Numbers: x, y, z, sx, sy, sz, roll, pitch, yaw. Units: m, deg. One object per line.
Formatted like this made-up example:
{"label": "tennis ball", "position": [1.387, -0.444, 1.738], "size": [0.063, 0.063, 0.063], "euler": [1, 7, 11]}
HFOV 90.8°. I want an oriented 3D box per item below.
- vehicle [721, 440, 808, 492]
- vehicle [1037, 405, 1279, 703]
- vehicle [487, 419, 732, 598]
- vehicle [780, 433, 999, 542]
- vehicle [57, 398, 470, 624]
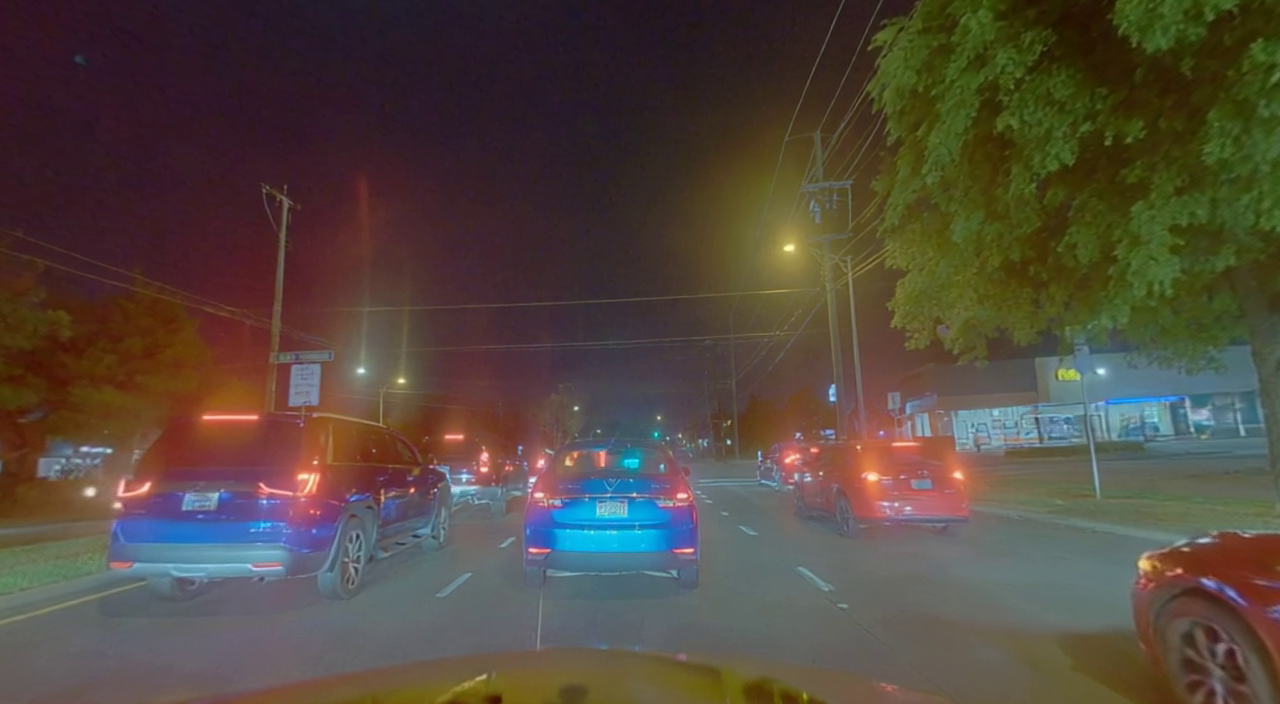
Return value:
{"label": "vehicle", "position": [3.804, 3.557, 20.039], "size": [1.876, 1.456, 4.025], "euler": [0, -9, -1]}
{"label": "vehicle", "position": [3.604, 0.848, 1.823], "size": [1.929, 1.479, 4.723], "euler": [0, -9, 1]}
{"label": "vehicle", "position": [-0.318, 1.632, 7.396], "size": [2.097, 1.511, 3.809], "euler": [0, -9, -2]}
{"label": "vehicle", "position": [3.921, 2.195, 10.900], "size": [1.909, 1.473, 4.361], "euler": [0, -9, -1]}
{"label": "vehicle", "position": [-3.434, 1.526, 6.997], "size": [1.979, 1.697, 4.254], "euler": [0, -9, -1]}
